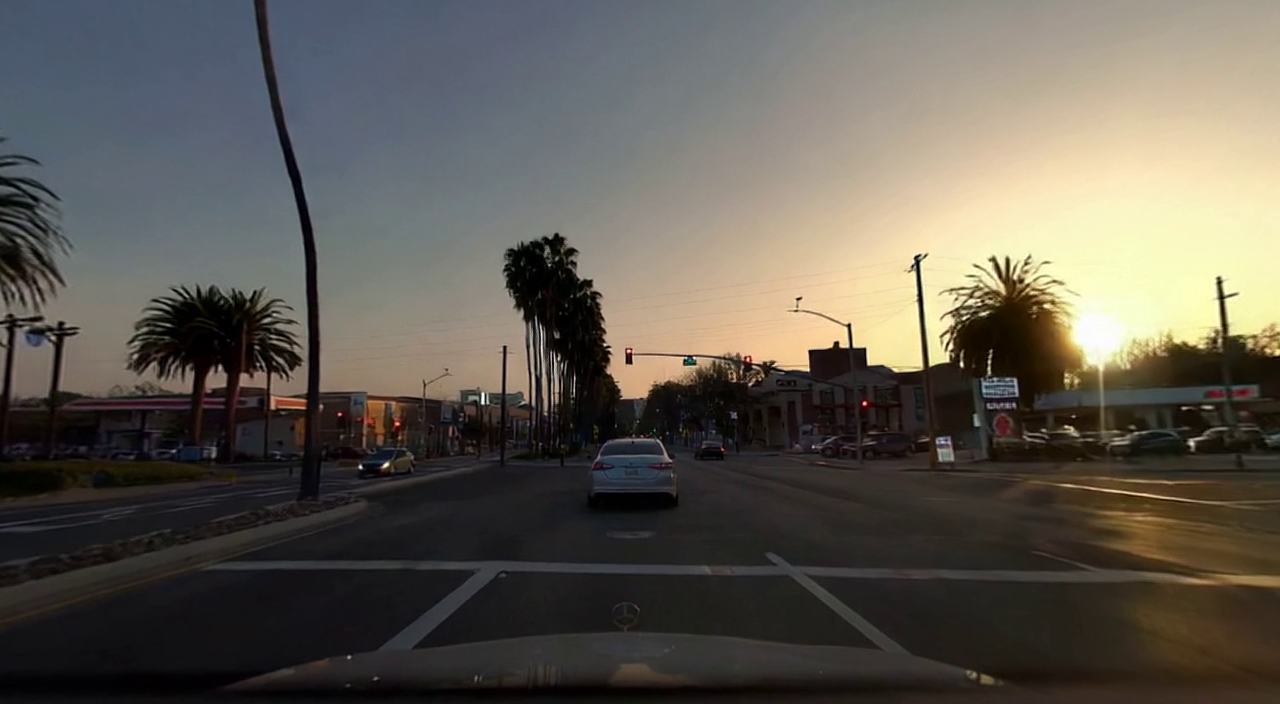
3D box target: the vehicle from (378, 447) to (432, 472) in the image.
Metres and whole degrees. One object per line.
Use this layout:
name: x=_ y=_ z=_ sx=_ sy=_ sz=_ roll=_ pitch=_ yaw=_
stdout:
vehicle: x=-15.478 y=7.102 z=41.868 sx=1.896 sy=1.508 sz=4.659 roll=0 pitch=-8 yaw=-1

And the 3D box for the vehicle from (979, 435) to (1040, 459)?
vehicle: x=24.408 y=6.283 z=41.850 sx=1.738 sy=1.462 sz=3.609 roll=0 pitch=-8 yaw=-1

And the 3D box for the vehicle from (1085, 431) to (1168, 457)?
vehicle: x=31.930 y=6.076 z=41.643 sx=1.903 sy=1.630 sz=4.320 roll=0 pitch=-8 yaw=-2

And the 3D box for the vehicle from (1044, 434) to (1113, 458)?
vehicle: x=28.941 y=6.226 z=41.838 sx=1.848 sy=1.467 sz=3.941 roll=-1 pitch=-8 yaw=3

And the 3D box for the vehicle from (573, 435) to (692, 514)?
vehicle: x=-0.146 y=2.678 z=14.390 sx=2.270 sy=1.475 sz=4.571 roll=0 pitch=-8 yaw=0

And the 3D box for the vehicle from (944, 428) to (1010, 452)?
vehicle: x=24.716 y=6.487 z=46.417 sx=3.783 sy=1.560 sz=1.853 roll=-4 pitch=-10 yaw=13

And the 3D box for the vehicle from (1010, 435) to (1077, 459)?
vehicle: x=26.471 y=6.231 z=41.610 sx=1.923 sy=1.501 sz=3.849 roll=0 pitch=-8 yaw=2

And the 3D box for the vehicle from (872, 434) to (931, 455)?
vehicle: x=19.682 y=6.984 z=47.647 sx=3.833 sy=1.495 sz=1.892 roll=-2 pitch=-9 yaw=15
